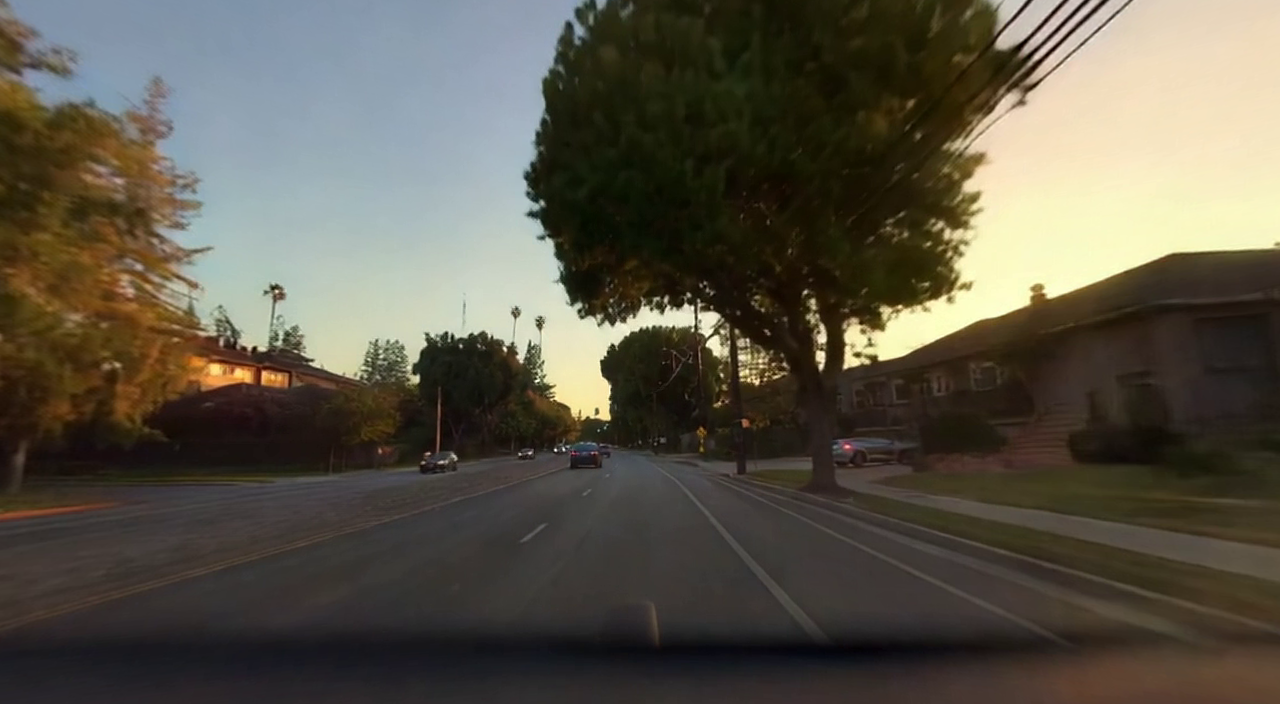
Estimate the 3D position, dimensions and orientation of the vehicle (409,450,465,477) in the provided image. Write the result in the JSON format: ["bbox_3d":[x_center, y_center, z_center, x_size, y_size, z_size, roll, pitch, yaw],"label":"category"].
[{"bbox_3d":[-12.252,6.742,38.283,1.970,1.496,4.512,0,-8,-1],"label":"vehicle"}]

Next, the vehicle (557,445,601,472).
[{"bbox_3d":[-3.487,6.168,36.695,2.084,1.466,4.522,0,-8,0],"label":"vehicle"}]

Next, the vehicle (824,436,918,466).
[{"bbox_3d":[14.193,6.080,38.835,4.904,1.735,2.270,1,-8,-10],"label":"vehicle"}]
